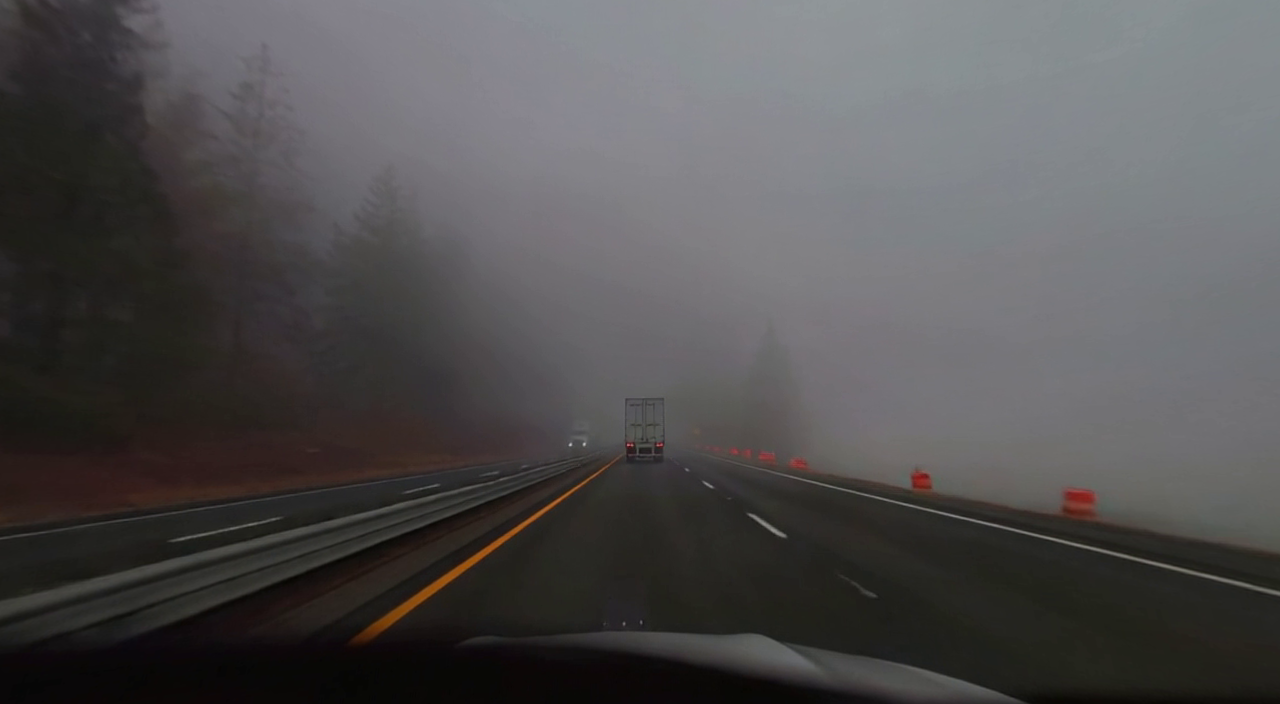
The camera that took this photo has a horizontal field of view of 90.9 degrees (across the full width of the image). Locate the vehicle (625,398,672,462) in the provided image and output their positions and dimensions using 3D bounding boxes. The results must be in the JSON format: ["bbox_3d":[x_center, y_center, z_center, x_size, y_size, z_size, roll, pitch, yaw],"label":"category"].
[{"bbox_3d":[0.414,5.747,45.604,2.935,4.068,11.036,0,-8,-2],"label":"vehicle"}]
